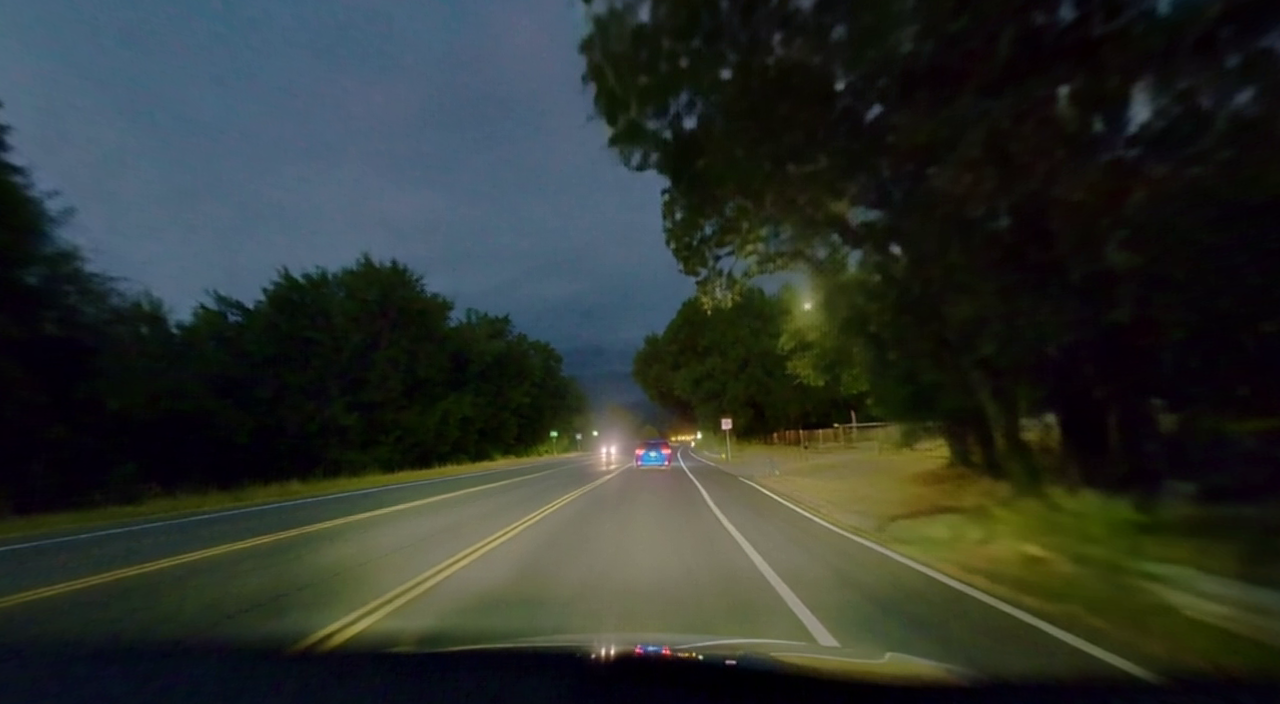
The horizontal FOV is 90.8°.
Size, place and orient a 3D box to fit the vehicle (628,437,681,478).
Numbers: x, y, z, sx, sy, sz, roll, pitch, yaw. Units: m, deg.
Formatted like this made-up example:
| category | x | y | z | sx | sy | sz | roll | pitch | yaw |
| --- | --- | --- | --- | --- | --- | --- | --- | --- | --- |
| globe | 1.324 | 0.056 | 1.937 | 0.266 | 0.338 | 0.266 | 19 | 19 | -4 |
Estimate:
| category | x | y | z | sx | sy | sz | roll | pitch | yaw |
| --- | --- | --- | --- | --- | --- | --- | --- | --- | --- |
| vehicle | 0.716 | 4.873 | 29.382 | 2.294 | 1.708 | 4.110 | 0 | -9 | 2 |
